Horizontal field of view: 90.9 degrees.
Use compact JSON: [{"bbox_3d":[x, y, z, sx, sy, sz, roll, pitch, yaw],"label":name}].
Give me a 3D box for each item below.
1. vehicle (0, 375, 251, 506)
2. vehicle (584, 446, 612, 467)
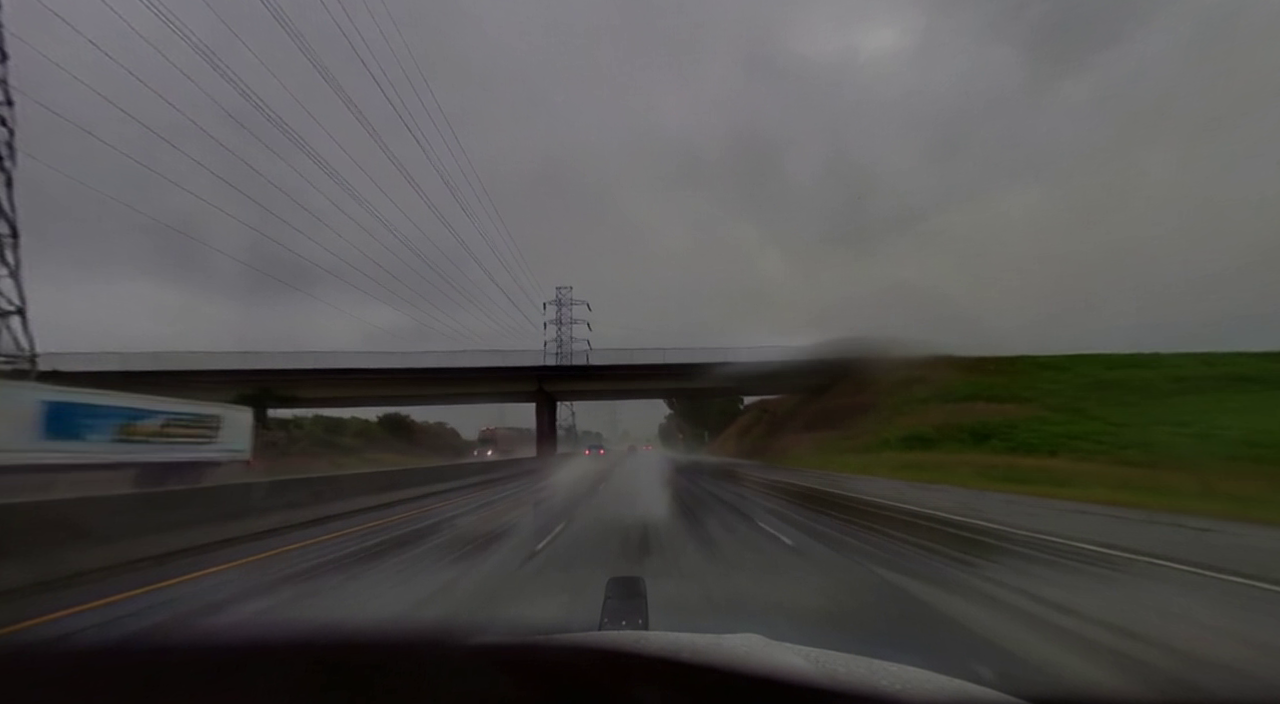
[{"bbox_3d":[-20.009,3.266,22.733,2.903,3.782,14.097,0,-9,1],"label":"vehicle"},{"bbox_3d":[-3.233,8.159,49.173,1.924,1.550,4.165,0,-9,1],"label":"vehicle"}]
